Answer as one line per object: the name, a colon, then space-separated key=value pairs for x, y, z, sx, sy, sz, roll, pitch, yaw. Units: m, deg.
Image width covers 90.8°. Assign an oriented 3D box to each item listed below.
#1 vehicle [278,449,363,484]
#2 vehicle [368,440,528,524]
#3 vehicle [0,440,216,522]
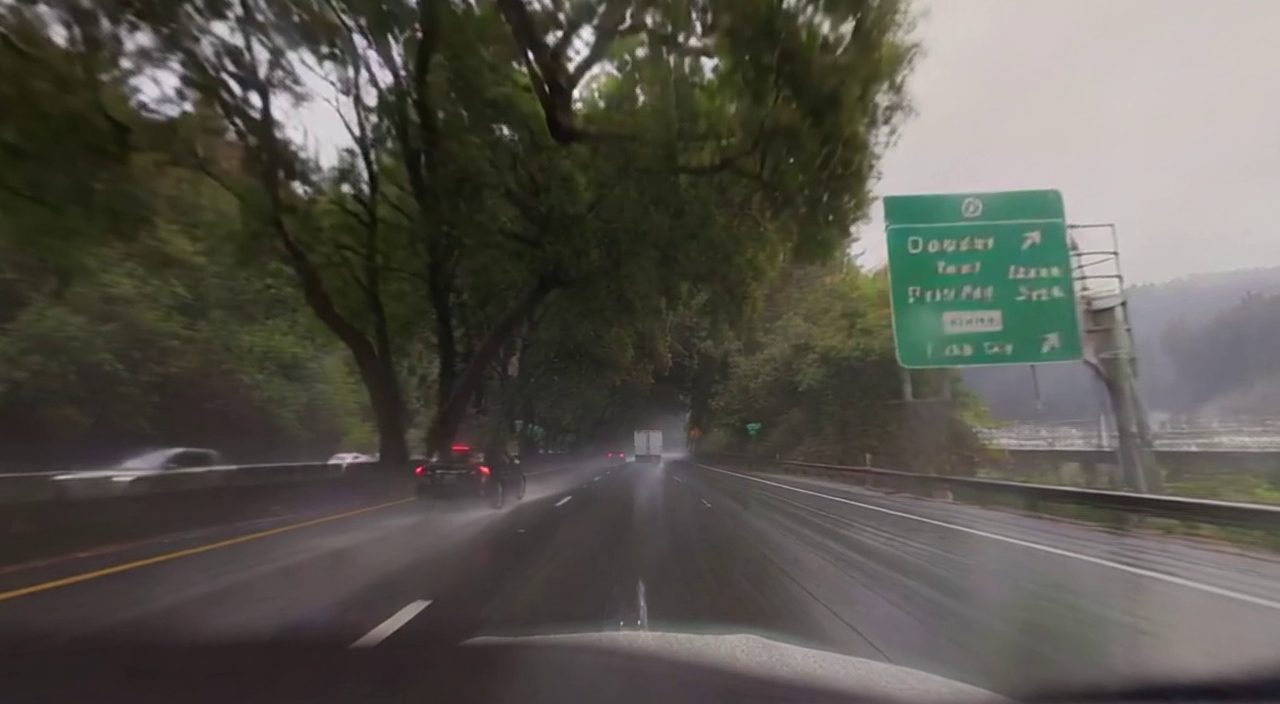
vehicle: x=-16.261 y=5.837 z=32.421 sx=1.957 sy=1.648 sz=4.562 roll=0 pitch=-9 yaw=0
vehicle: x=-3.942 y=2.762 z=13.933 sx=2.027 sy=1.519 sz=4.578 roll=0 pitch=-9 yaw=1
vehicle: x=-12.092 y=2.800 z=14.204 sx=2.089 sy=1.546 sz=4.227 roll=0 pitch=-9 yaw=0
